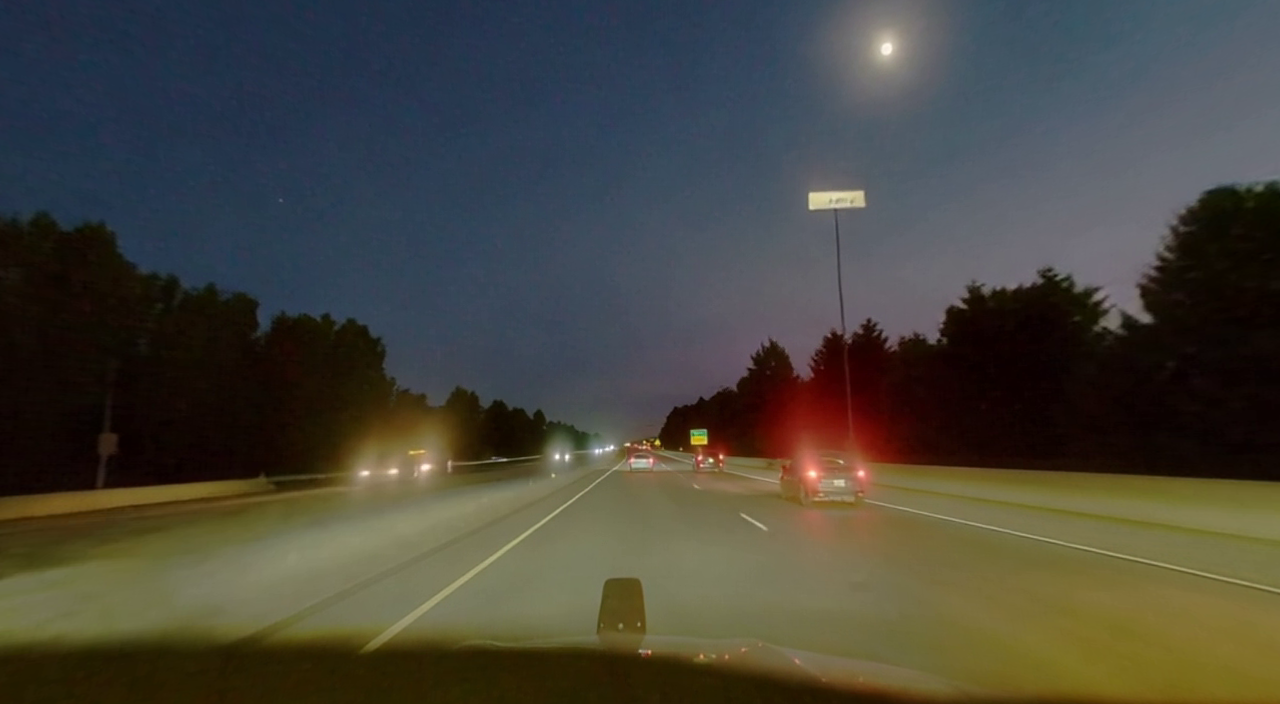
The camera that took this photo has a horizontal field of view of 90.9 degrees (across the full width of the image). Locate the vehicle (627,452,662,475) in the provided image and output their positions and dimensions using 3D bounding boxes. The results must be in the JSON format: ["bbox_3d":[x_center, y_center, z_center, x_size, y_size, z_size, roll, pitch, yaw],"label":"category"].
[{"bbox_3d":[0.276,6.871,38.991,2.012,1.320,3.777,0,-9,0],"label":"vehicle"}]

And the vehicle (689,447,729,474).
[{"bbox_3d":[4.238,6.693,39.068,1.935,1.594,3.981,0,-9,-1],"label":"vehicle"}]

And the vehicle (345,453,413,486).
[{"bbox_3d":[-15.896,7.158,38.719,2.024,1.869,4.992,0,-9,0],"label":"vehicle"}]

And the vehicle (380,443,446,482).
[{"bbox_3d":[-15.984,7.780,44.795,2.507,2.577,5.744,0,-9,1],"label":"vehicle"}]

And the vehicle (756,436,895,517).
[{"bbox_3d":[4.254,2.929,15.333,1.969,1.639,4.472,0,-9,-1],"label":"vehicle"}]
